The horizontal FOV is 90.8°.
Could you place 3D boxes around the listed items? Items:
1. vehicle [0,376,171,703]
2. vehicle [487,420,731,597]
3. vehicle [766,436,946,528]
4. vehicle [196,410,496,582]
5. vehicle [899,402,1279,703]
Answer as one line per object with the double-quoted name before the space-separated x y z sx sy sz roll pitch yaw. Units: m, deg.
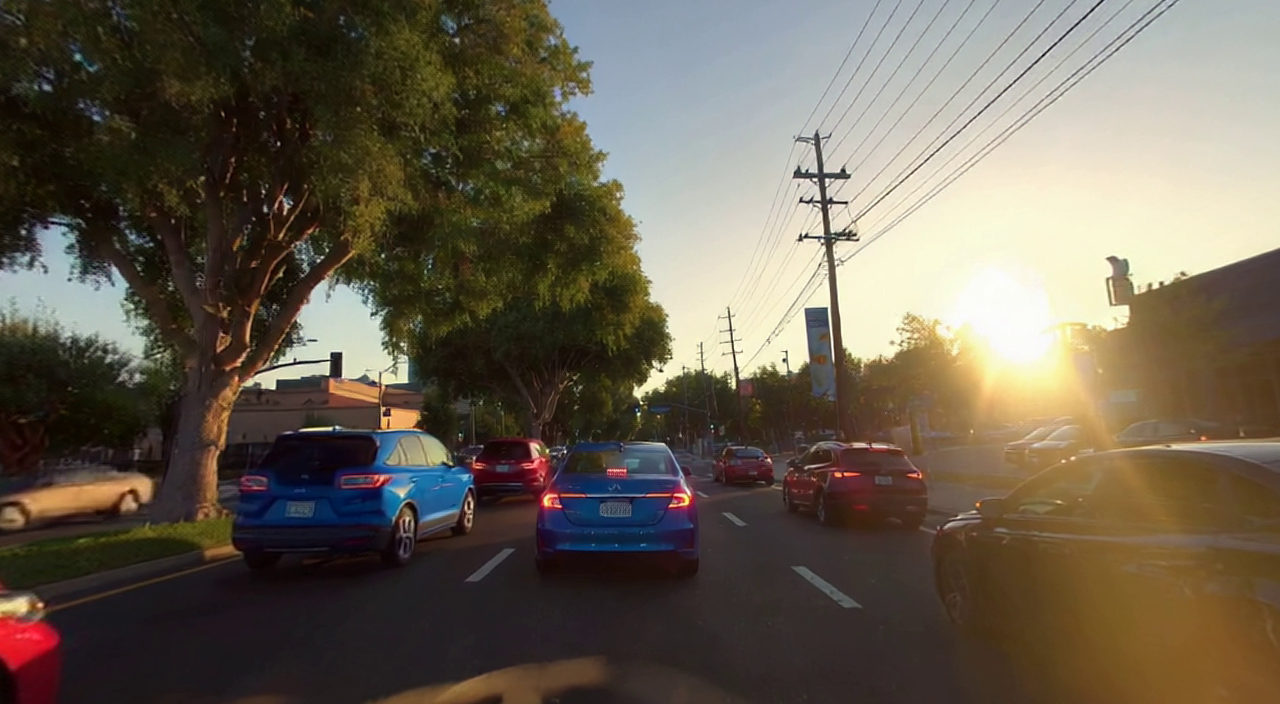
"vehicle" -2.839 0.574 0.146 1.984 1.496 4.530 0 -9 0
"vehicle" -0.315 1.636 7.416 2.097 1.511 3.809 0 -9 -2
"vehicle" 3.933 2.428 12.424 1.909 1.473 4.361 0 -9 -1
"vehicle" -3.419 1.750 8.485 1.979 1.697 4.254 0 -9 0
"vehicle" 3.664 1.189 4.184 1.929 1.479 4.723 0 -9 1
